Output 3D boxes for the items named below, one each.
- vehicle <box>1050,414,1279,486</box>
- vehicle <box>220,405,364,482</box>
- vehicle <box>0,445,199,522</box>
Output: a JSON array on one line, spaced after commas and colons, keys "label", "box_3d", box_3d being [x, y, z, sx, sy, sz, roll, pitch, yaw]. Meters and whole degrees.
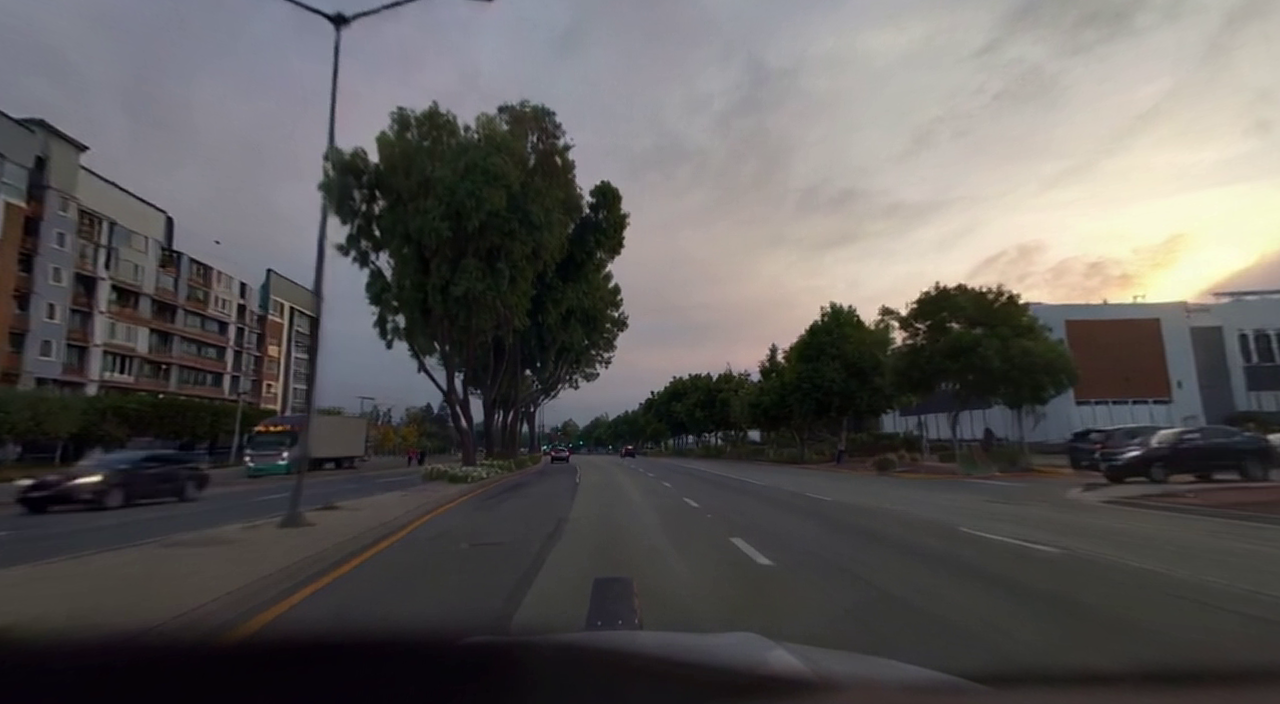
[{"label": "vehicle", "box_3d": [16.575, 3.029, 19.558, 5.829, 1.995, 2.659, -3, -9, 16]}, {"label": "vehicle", "box_3d": [-19.813, 5.542, 37.501, 3.331, 3.651, 14.423, 2, -9, -12]}, {"label": "vehicle", "box_3d": [-13.222, 3.018, 15.082, 2.150, 1.534, 4.569, 0, -9, -2]}]
